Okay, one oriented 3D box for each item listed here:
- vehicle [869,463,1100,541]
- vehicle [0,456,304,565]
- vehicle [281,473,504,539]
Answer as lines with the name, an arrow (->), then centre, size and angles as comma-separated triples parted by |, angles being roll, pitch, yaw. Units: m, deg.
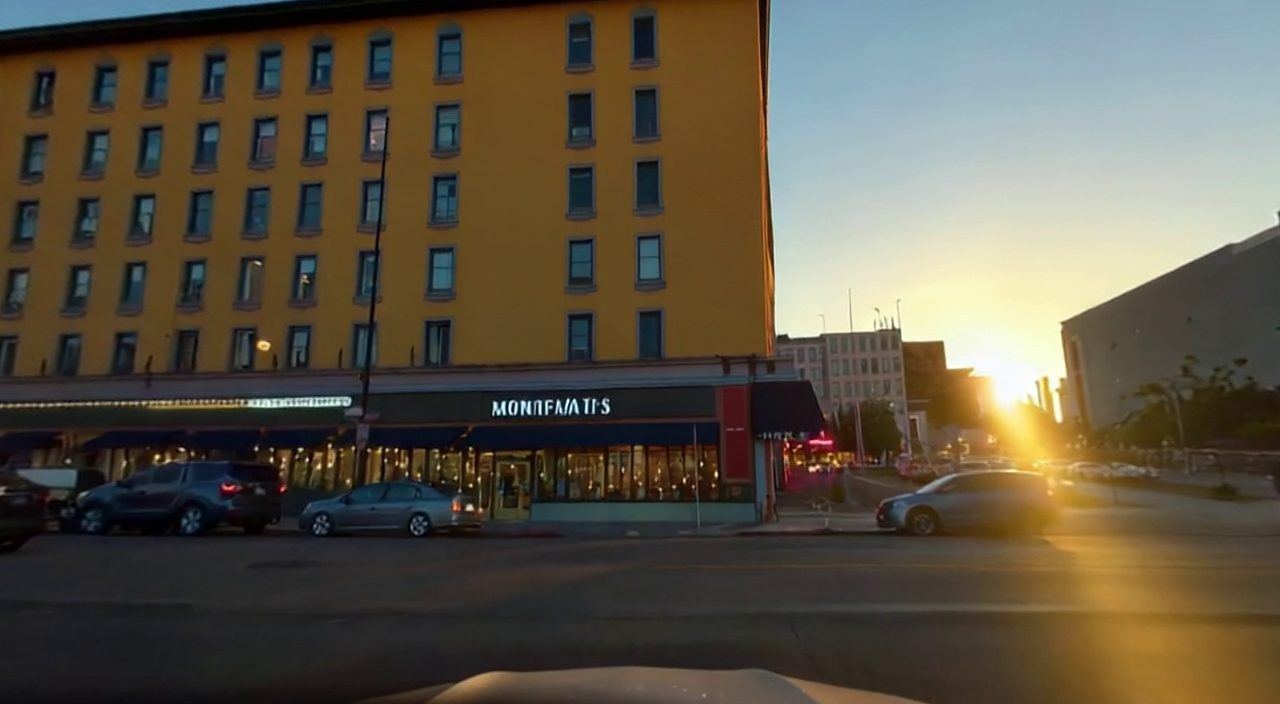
vehicle -> 8.091, 3.546, 15.220 | 4.410, 1.687, 1.834 | -1, -9, 3
vehicle -> -8.019, 2.413, 10.065 | 4.330, 1.458, 1.932 | -2, -9, 10
vehicle -> -6.055, 3.791, 15.794 | 4.830, 1.421, 1.826 | -1, -9, 5
